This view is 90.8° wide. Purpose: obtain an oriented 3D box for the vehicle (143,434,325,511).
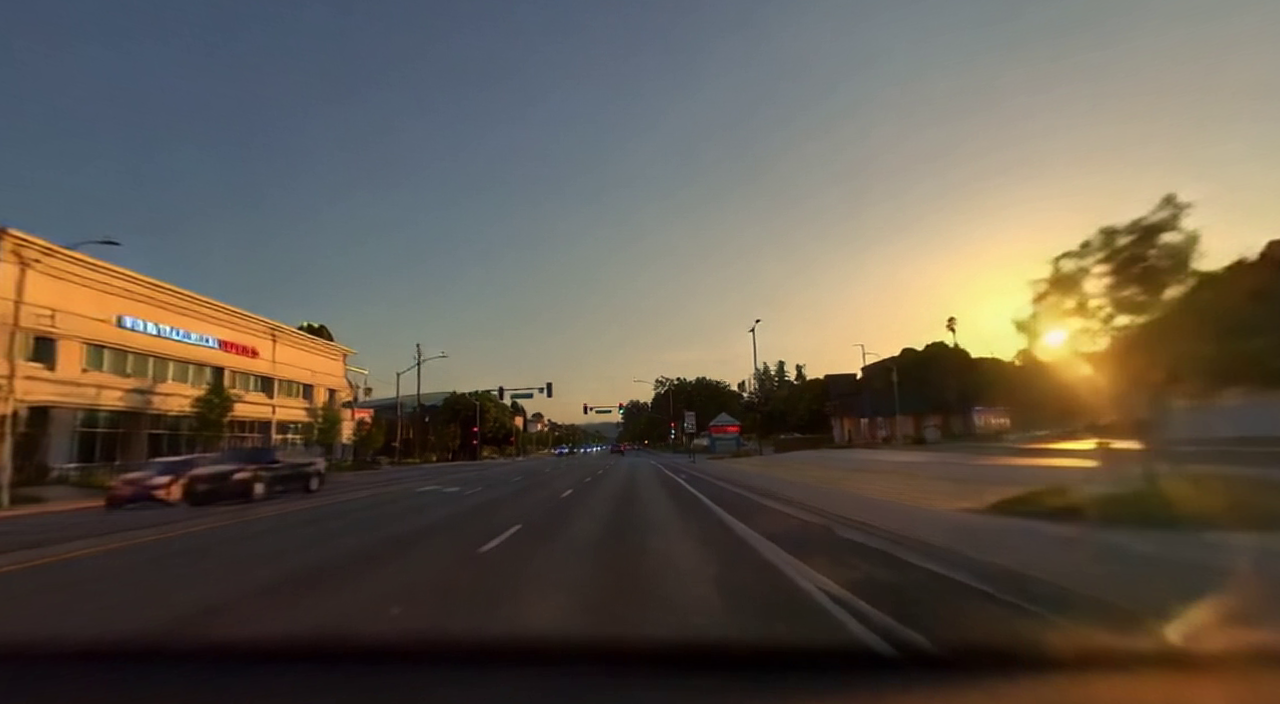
[{"bbox_3d":[-10.269,3.058,16.486,2.026,1.577,4.334,-4,-9,-2],"label":"vehicle"}]
